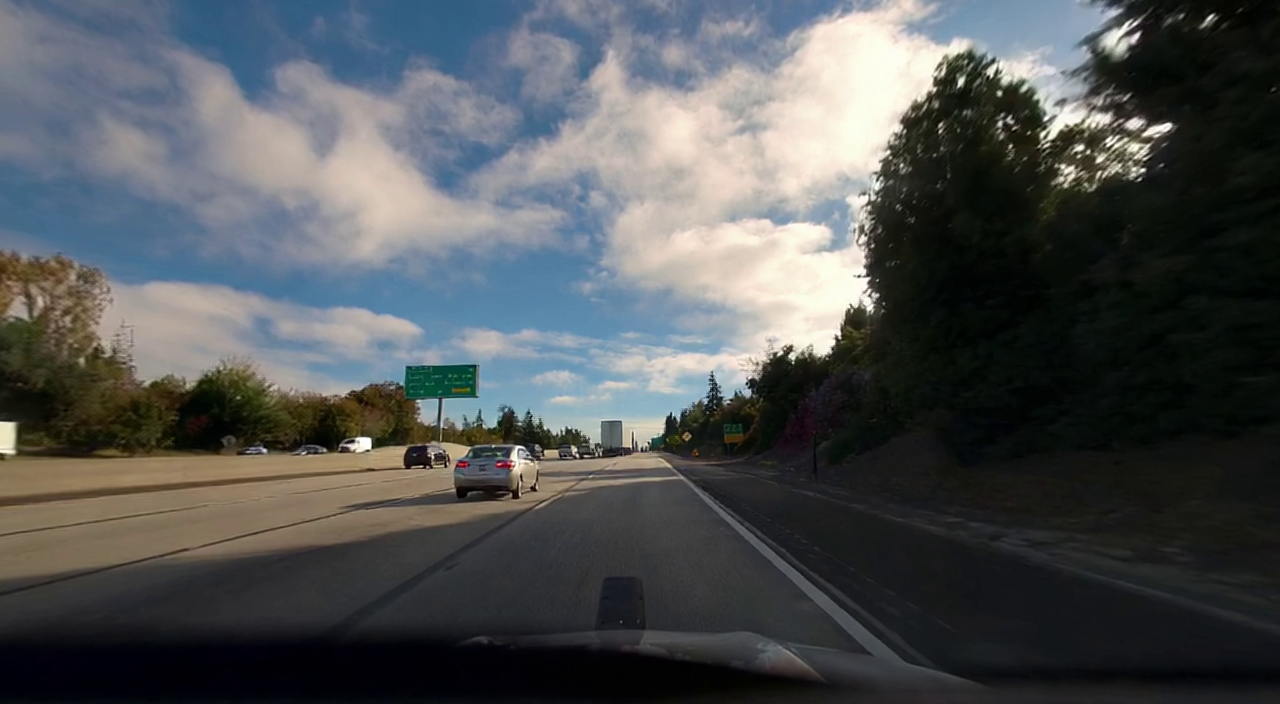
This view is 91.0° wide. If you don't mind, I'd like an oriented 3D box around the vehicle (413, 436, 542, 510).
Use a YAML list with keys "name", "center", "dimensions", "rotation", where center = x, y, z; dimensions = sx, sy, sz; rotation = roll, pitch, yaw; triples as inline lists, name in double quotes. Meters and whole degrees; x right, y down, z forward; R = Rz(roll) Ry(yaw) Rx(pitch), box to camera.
- name: "vehicle"
  center: [-3.733, 2.840, 15.290]
  dimensions: [1.931, 1.528, 4.126]
  rotation: [0, -9, 1]
